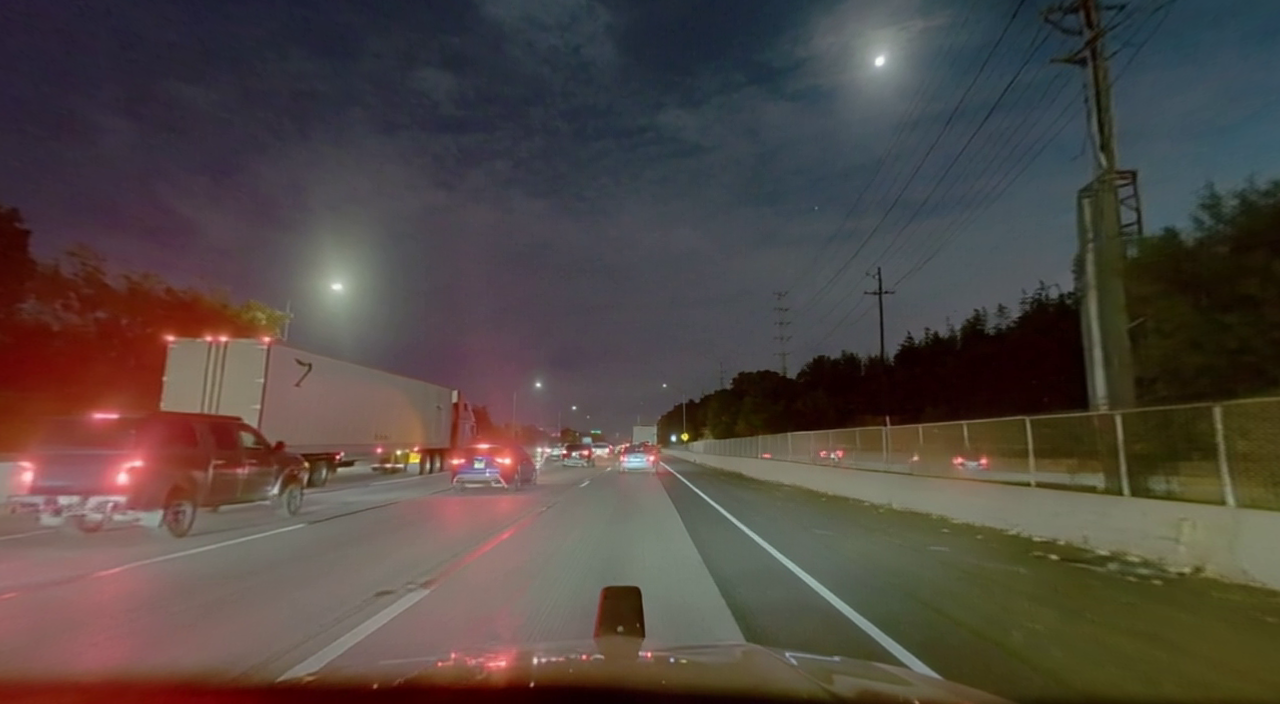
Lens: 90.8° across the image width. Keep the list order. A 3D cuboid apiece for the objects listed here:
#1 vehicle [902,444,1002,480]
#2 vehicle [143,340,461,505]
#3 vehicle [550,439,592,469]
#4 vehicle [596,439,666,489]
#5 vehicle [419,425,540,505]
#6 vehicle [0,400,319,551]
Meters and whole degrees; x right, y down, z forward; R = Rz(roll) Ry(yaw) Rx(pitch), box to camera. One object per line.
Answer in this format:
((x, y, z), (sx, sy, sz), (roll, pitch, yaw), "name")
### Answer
((14.068, 4.966, 28.881), (2.027, 1.478, 4.849), (0, -9, -1), "vehicle")
((-10.639, 2.938, 23.858), (2.892, 4.073, 16.528), (0, -8, 0), "vehicle")
((-4.071, 6.112, 38.094), (1.976, 1.705, 4.176), (0, -8, 1), "vehicle")
((-0.302, 3.653, 20.958), (2.089, 1.477, 3.818), (0, -8, -1), "vehicle")
((-3.850, 2.795, 15.982), (1.923, 1.716, 4.289), (0, -9, 0), "vehicle")
((-7.601, 1.883, 10.279), (2.054, 1.825, 5.072), (0, -9, 0), "vehicle")
